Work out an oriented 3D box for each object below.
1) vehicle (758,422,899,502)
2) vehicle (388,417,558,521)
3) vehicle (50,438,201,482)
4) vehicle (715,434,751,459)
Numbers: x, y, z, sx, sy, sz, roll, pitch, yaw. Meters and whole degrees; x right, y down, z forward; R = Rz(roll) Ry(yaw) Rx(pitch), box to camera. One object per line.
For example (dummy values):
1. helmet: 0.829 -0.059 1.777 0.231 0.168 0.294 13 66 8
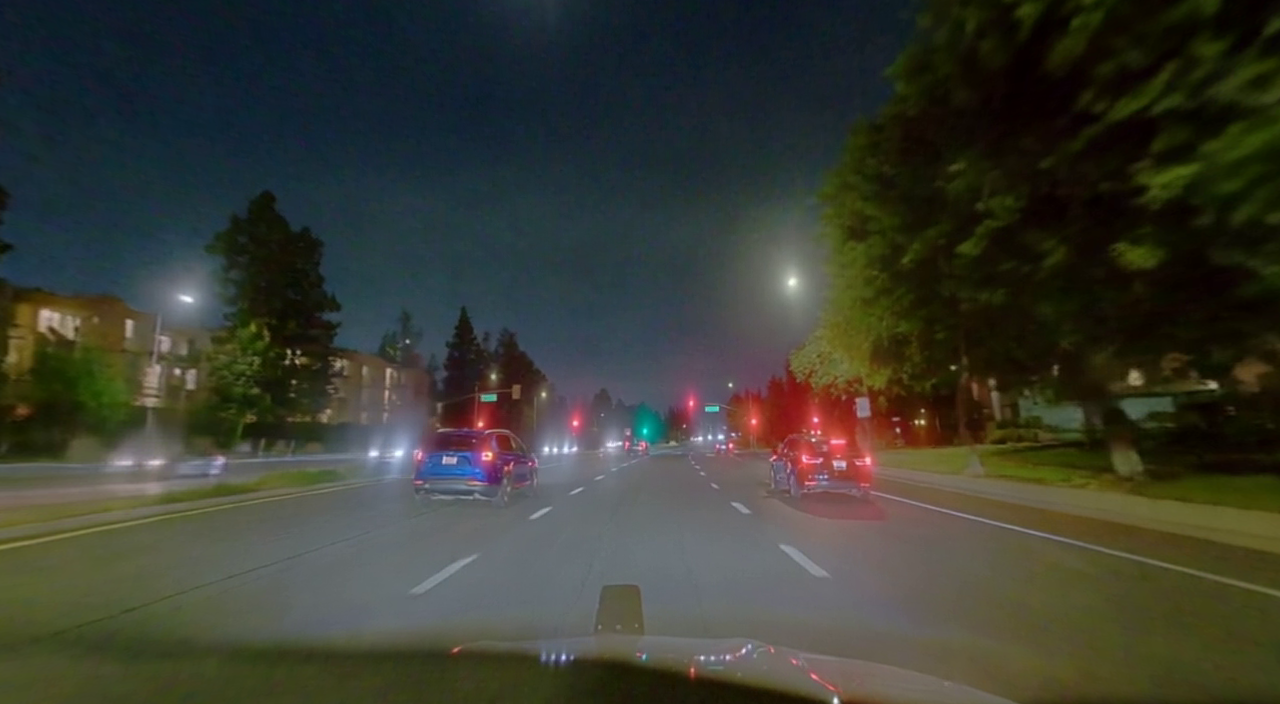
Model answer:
1. vehicle: 4.343 2.627 15.437 2.132 1.659 4.387 0 -8 1
2. vehicle: -3.061 2.269 12.785 2.045 1.688 4.632 0 -8 2
3. vehicle: -18.934 3.964 23.554 1.821 1.463 4.363 -1 -8 3
4. vehicle: 6.559 6.726 44.885 2.169 1.669 4.037 -1 -8 4
